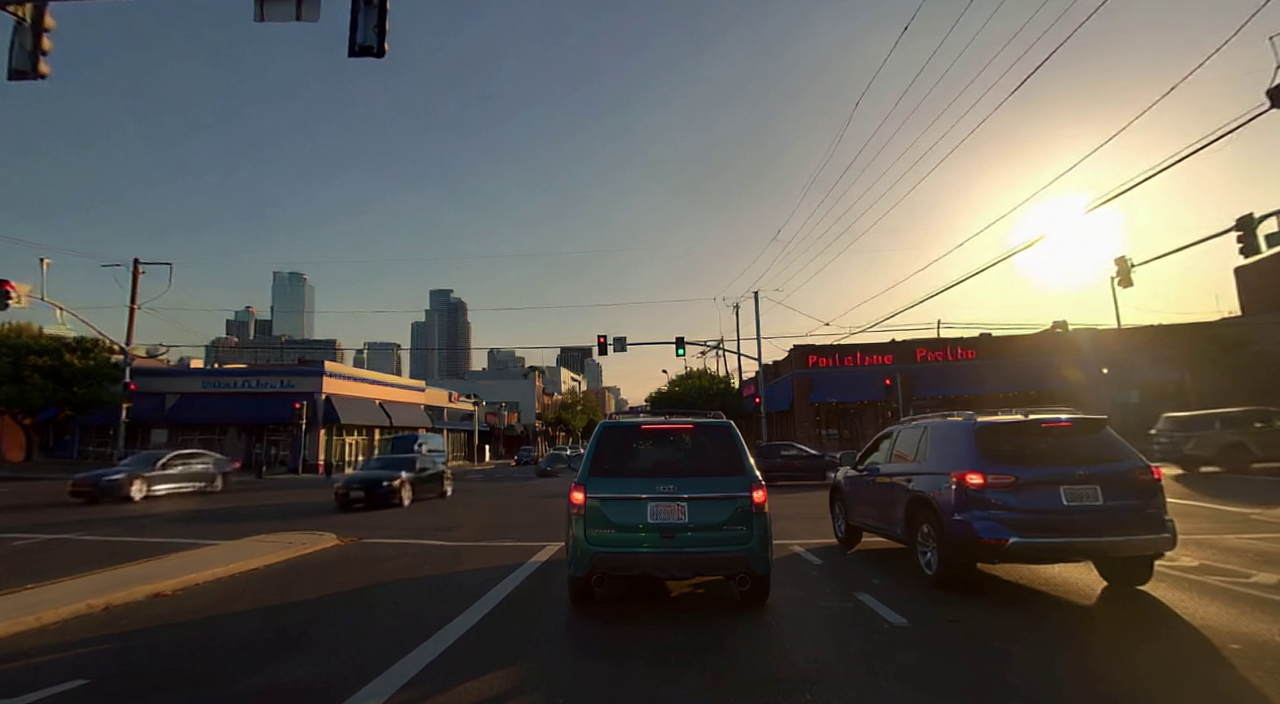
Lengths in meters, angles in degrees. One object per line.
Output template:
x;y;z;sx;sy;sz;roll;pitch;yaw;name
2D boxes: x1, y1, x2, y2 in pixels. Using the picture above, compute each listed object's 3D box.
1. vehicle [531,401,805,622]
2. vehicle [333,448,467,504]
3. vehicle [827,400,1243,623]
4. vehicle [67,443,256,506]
0.265;1.505;6.823;2.098;1.682;3.778;0;-8;2;vehicle
-7.158;3.736;19.471;2.017;1.468;4.663;-1;-8;4;vehicle
3.614;1.514;6.945;1.976;1.664;4.189;-1;-8;3;vehicle
-14.473;3.681;19.540;1.943;1.680;4.709;-1;-8;4;vehicle
